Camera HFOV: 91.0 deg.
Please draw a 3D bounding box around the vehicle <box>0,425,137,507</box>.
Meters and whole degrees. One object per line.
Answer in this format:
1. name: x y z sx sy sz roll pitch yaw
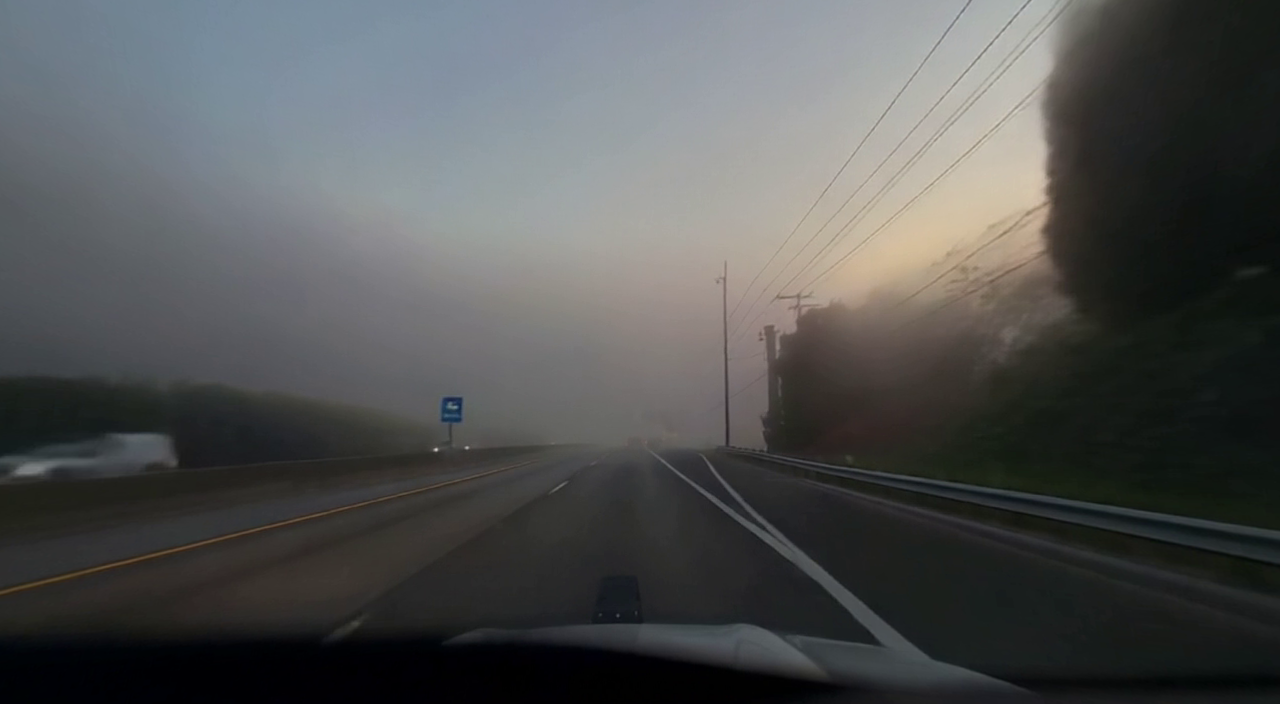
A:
1. vehicle: -14.875 2.679 15.114 1.828 1.770 4.609 0 -8 -1
